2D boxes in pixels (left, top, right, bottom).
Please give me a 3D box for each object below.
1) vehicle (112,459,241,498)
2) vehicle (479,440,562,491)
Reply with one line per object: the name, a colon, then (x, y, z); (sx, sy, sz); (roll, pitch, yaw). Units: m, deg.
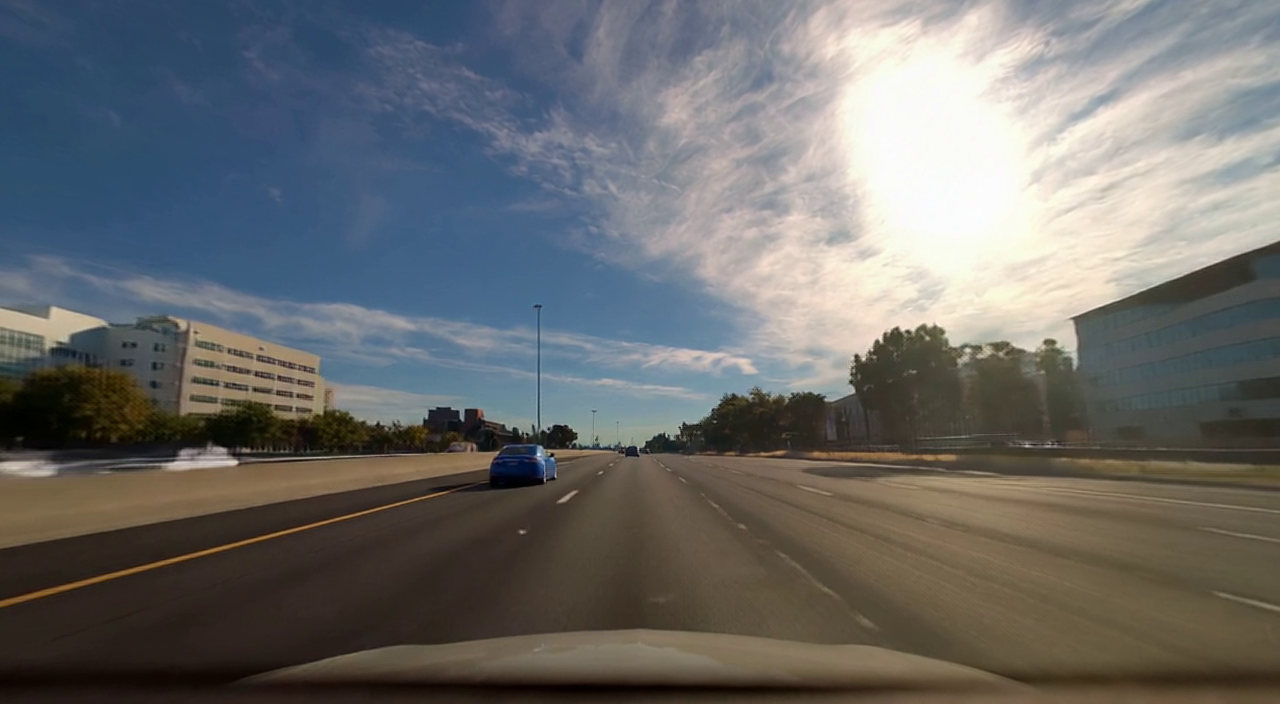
vehicle: (-20.382, 5.559, 28.114); (2.086, 1.479, 4.780); (0, -9, 0)
vehicle: (-3.852, 3.744, 21.153); (1.900, 1.492, 4.495); (0, -9, 0)
